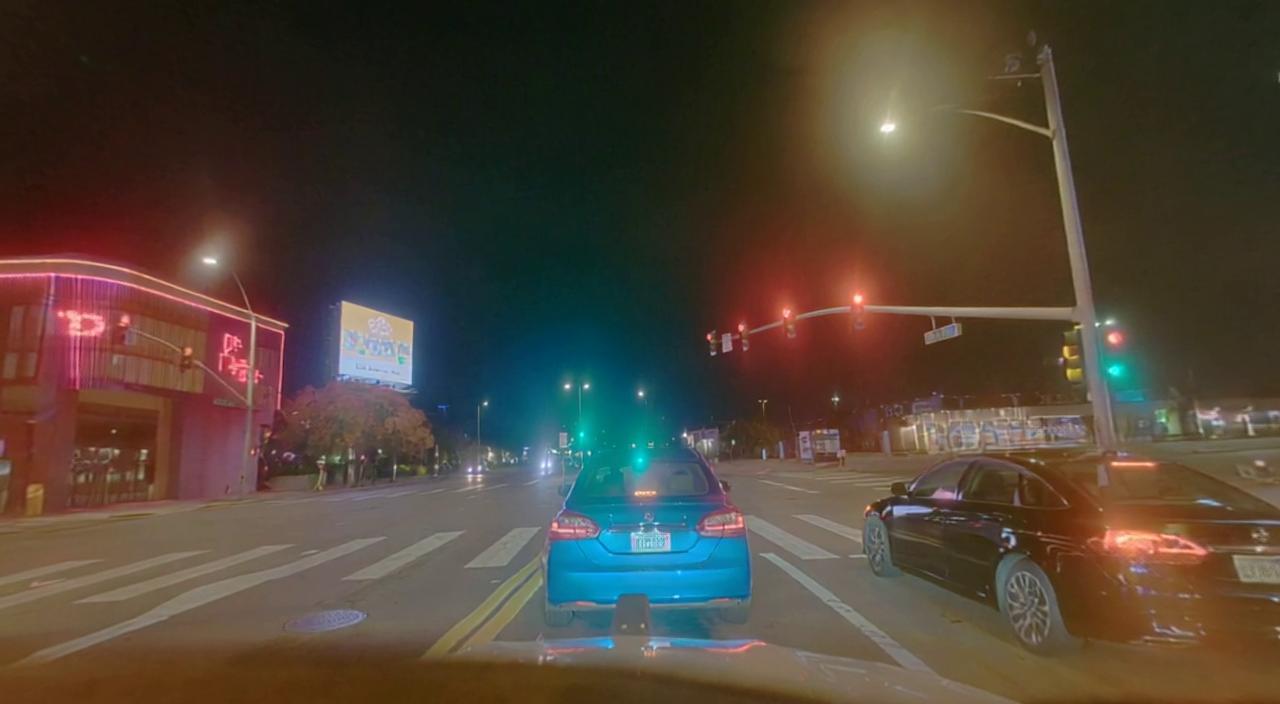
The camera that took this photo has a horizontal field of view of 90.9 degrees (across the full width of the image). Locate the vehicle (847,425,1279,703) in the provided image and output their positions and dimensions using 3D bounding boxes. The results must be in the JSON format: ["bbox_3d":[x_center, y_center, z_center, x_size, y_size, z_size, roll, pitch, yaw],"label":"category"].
[{"bbox_3d":[3.348,1.376,5.093,1.860,1.430,4.089,0,-8,-1],"label":"vehicle"}]

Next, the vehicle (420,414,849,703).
[{"bbox_3d":[-0.065,1.353,5.194,2.094,1.481,4.078,0,-8,-1],"label":"vehicle"}]
